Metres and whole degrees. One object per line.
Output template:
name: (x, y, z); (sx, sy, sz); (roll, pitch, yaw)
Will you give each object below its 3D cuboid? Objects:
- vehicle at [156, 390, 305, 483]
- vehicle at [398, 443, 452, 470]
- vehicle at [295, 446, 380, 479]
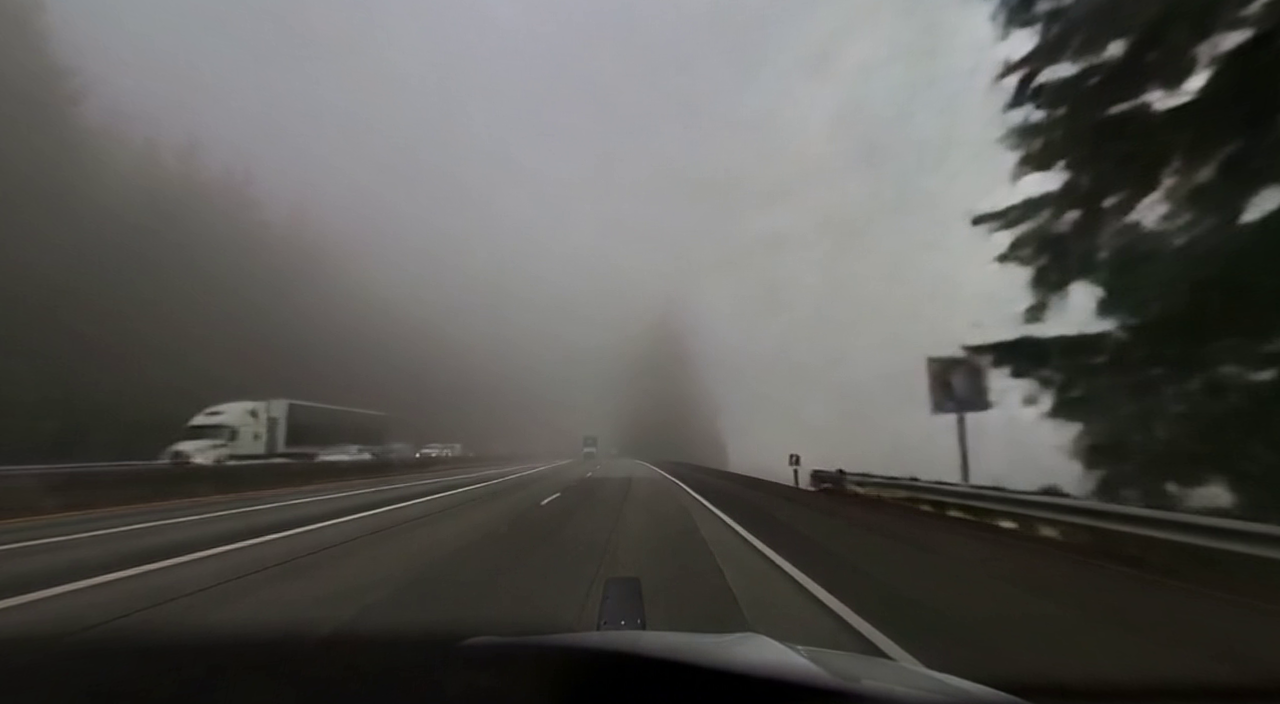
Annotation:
vehicle: (-19.308, 4.052, 30.261); (3.004, 3.954, 5.872); (1, -8, 0)
vehicle: (-14.571, 7.116, 42.962); (2.037, 1.711, 4.611); (0, -9, 1)
vehicle: (-14.800, 5.423, 31.127); (1.972, 1.486, 4.484); (0, -9, 0)
